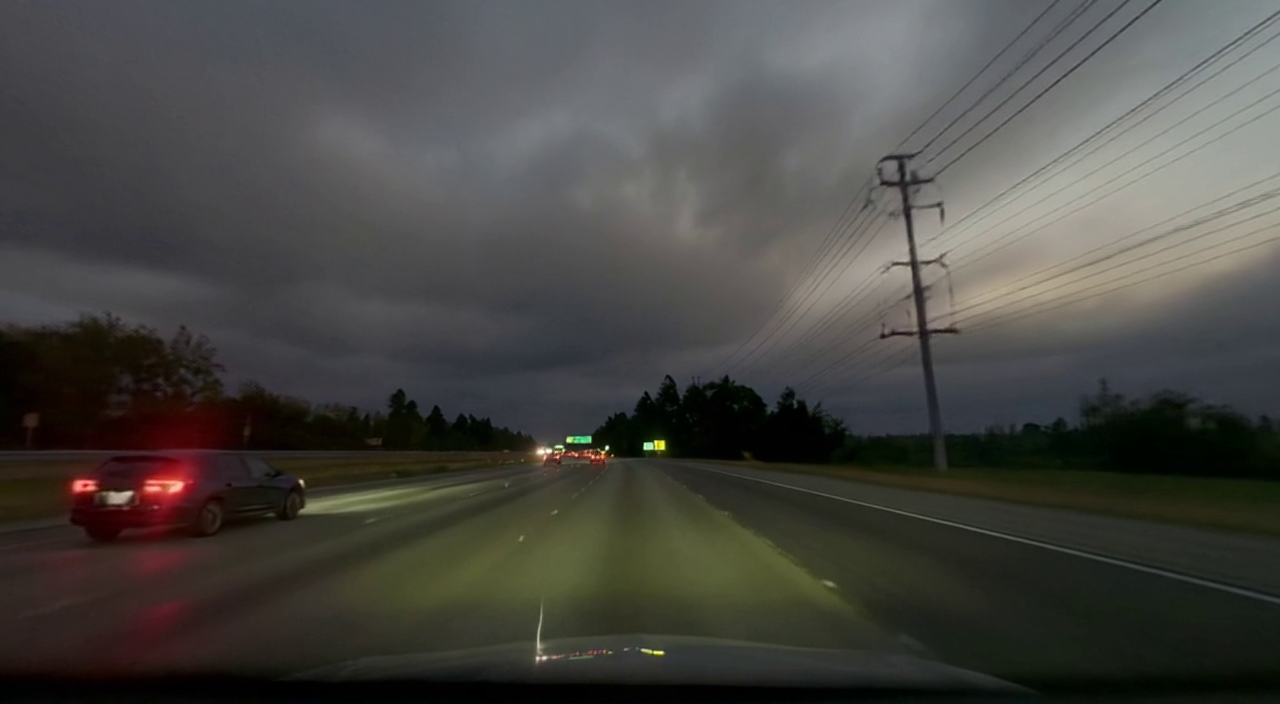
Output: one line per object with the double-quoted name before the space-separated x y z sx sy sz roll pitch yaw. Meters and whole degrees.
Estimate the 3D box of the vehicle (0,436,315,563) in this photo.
"vehicle" -7.238 2.125 9.853 1.999 1.527 4.238 0 -9 0
